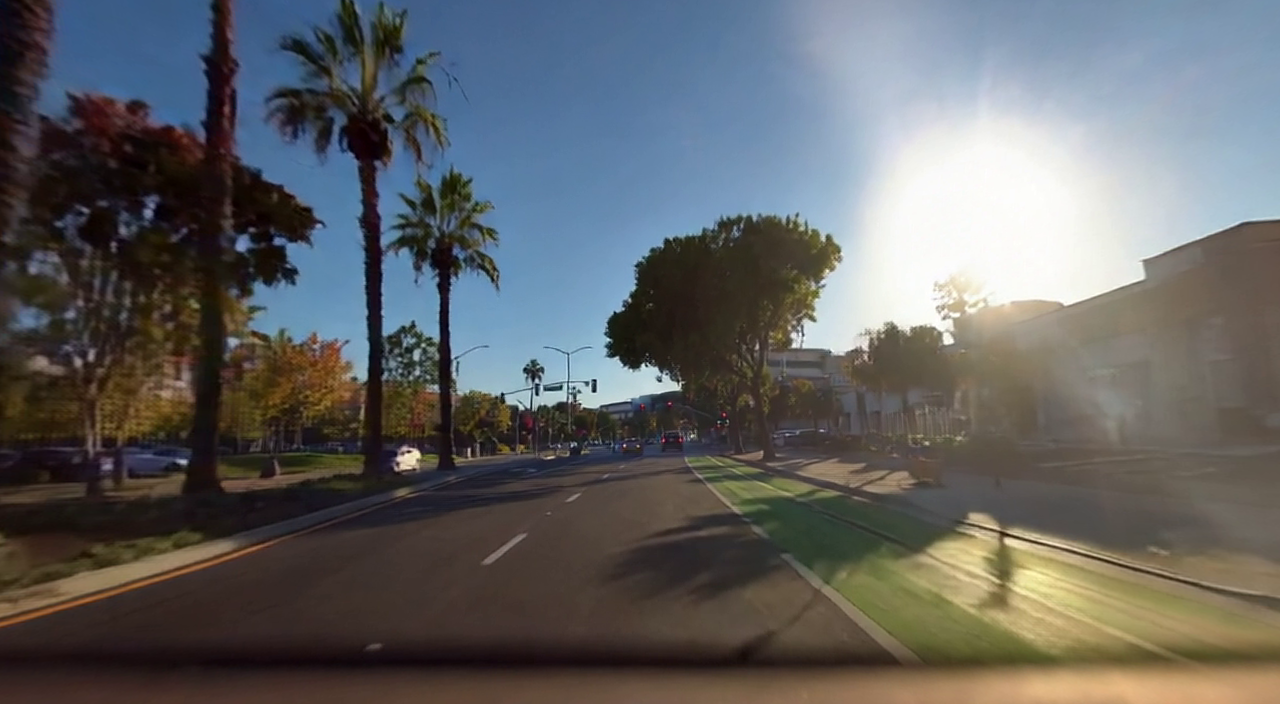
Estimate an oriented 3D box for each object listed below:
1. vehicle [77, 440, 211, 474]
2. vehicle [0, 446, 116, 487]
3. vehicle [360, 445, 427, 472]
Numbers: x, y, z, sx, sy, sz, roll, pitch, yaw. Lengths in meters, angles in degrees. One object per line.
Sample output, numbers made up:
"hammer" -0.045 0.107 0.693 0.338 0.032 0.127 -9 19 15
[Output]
"vehicle" -29.150 6.189 37.269 5.940 1.904 2.360 -1 -8 2
"vehicle" -29.548 5.738 31.866 4.220 1.953 2.187 -1 -8 3
"vehicle" -17.071 7.378 44.066 2.178 1.779 5.406 -1 -8 4
